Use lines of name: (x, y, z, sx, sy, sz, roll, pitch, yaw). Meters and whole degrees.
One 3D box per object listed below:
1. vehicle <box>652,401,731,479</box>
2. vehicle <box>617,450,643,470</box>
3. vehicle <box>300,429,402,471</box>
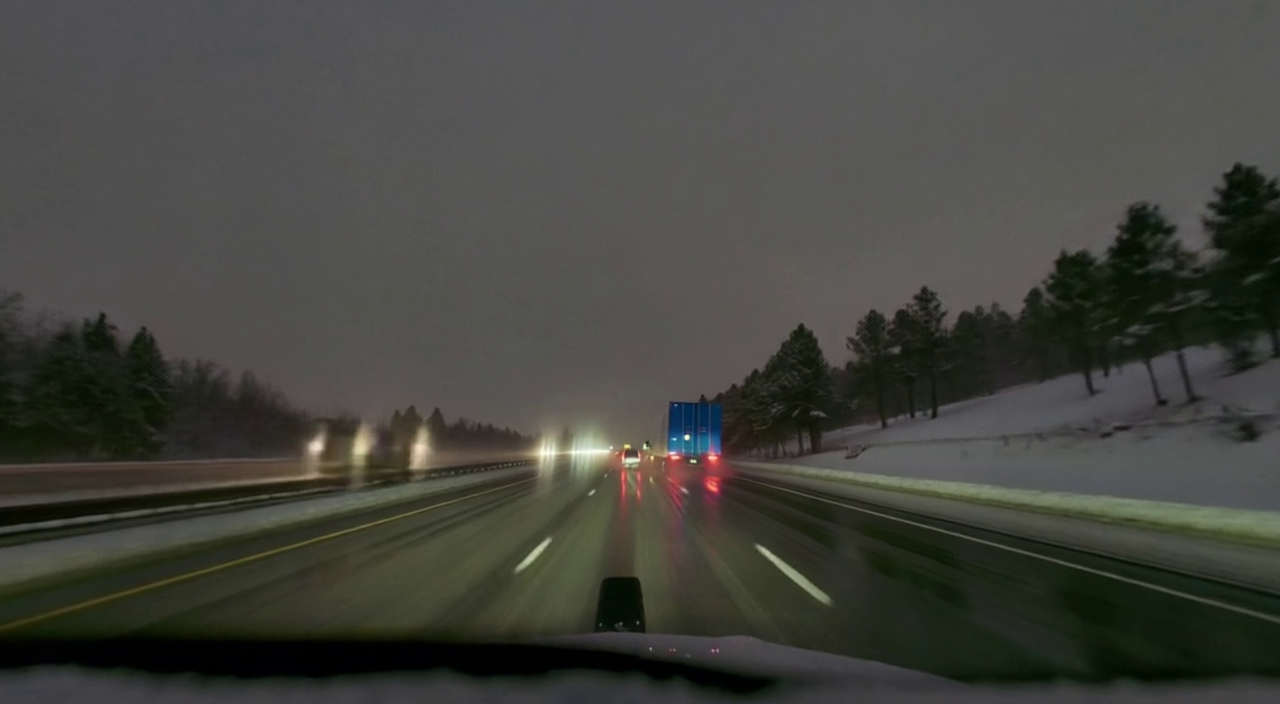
vehicle: (2.966, 6.031, 42.483, 3.462, 4.177, 16.311, 0, -9, -2)
vehicle: (-0.734, 8.118, 47.698, 1.898, 1.438, 4.053, 0, -9, -1)
vehicle: (-11.759, 4.049, 26.067, 2.004, 1.522, 4.569, 0, -9, 1)
